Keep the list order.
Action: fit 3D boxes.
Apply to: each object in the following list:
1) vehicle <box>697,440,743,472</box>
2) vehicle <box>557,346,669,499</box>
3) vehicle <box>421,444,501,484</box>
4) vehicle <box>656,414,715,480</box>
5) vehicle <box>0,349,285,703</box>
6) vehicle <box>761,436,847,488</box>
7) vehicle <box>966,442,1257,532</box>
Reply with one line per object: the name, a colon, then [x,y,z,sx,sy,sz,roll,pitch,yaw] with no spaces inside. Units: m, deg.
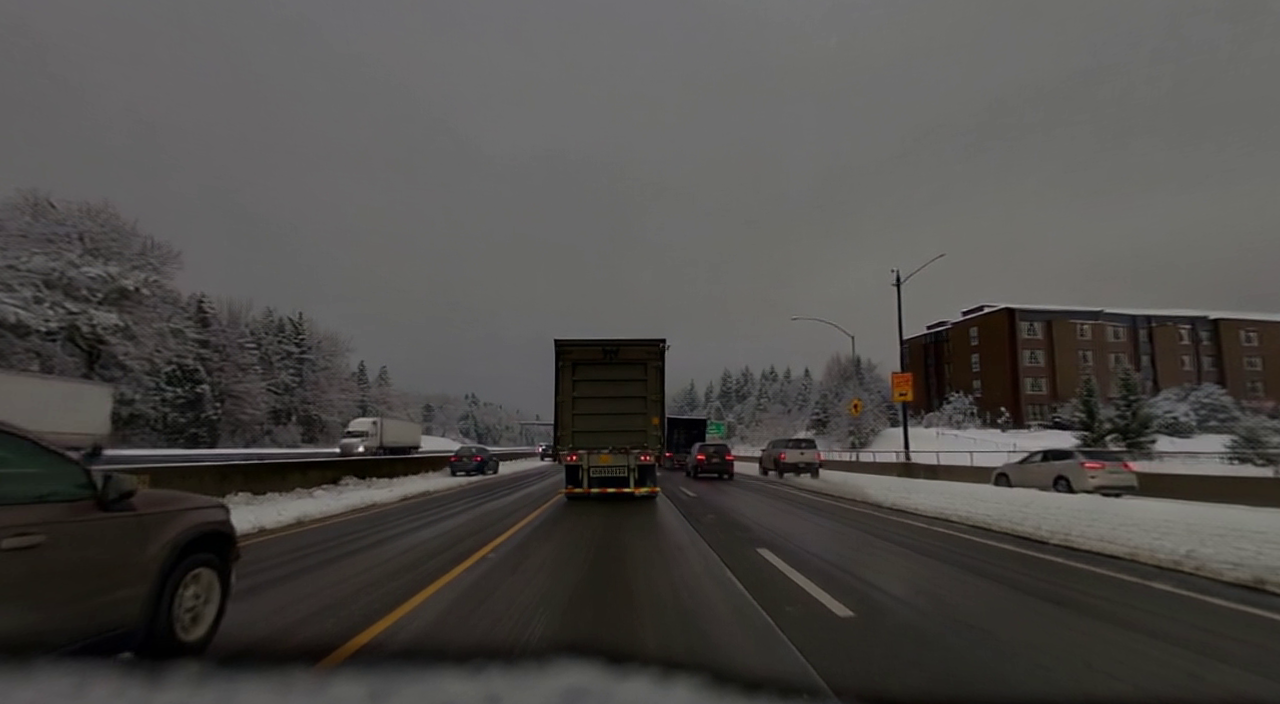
vehicle: [5.543,7.285,44.493,2.297,2.116,5.052,0,-9,-3]
vehicle: [-0.760,2.639,22.036,2.906,4.040,10.743,0,-9,-1]
vehicle: [-7.288,4.581,26.216,1.973,1.471,4.779,0,-9,-1]
vehicle: [2.533,5.729,38.023,2.669,3.491,8.645,0,-9,-1]
vehicle: [-3.325,0.789,2.081,1.946,1.641,4.105,0,-9,-1]
vehicle: [6.469,4.387,25.552,2.070,1.888,4.546,0,-9,-2]
vehicle: [9.177,2.629,13.063,2.002,1.472,4.950,0,-9,-4]
